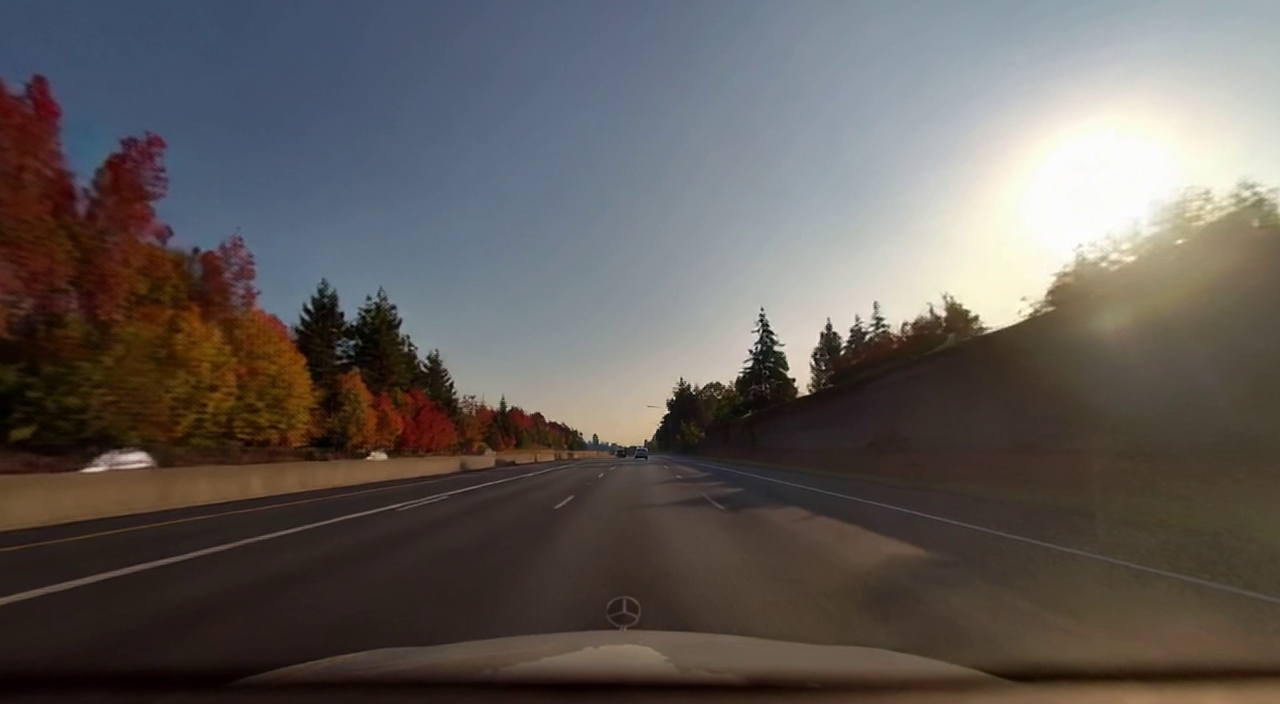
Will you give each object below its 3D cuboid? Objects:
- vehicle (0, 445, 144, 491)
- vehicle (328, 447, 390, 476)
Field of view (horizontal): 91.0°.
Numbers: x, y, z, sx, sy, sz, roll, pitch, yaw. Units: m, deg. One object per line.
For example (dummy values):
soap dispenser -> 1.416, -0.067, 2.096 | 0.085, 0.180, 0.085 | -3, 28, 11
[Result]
vehicle -> -21.269, 4.283, 23.662 | 1.917, 1.538, 3.992 | 0, -8, 0
vehicle -> -14.378, 5.606, 32.388 | 1.520, 1.405, 3.431 | 0, -9, 1
